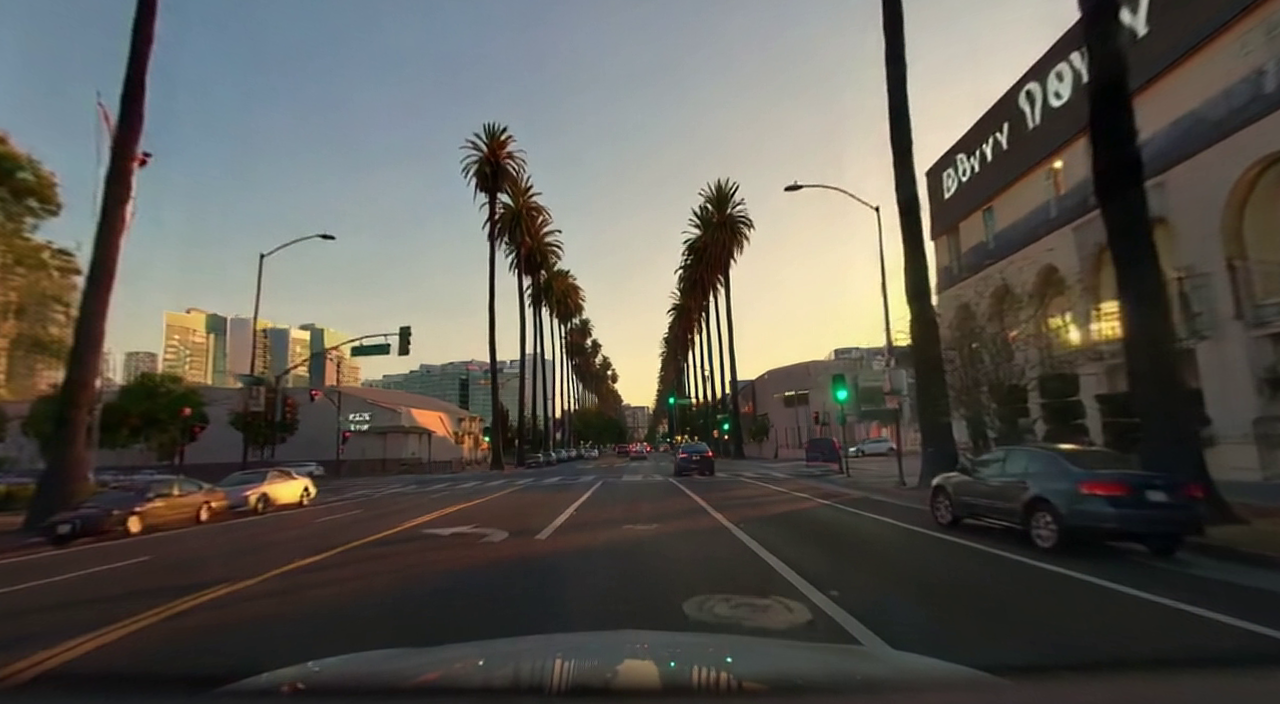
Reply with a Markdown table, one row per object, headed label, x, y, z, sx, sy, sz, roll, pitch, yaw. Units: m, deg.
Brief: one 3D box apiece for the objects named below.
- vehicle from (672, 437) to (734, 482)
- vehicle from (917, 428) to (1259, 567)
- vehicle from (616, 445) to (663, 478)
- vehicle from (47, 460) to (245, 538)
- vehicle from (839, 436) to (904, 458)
| label | x | y | z | sx | sy | sz | roll | pitch | yaw |
| --- | --- | --- | --- | --- | --- | --- | --- | --- | --- |
| vehicle | 2.529 | 4.467 | 26.470 | 2.003 | 1.702 | 4.288 | 0 | -9 | -2 |
| vehicle | 6.346 | 2.071 | 9.788 | 2.157 | 1.640 | 4.228 | 0 | -9 | 0 |
| vehicle | -0.050 | 5.194 | 30.191 | 2.088 | 1.452 | 3.993 | 0 | -8 | -1 |
| vehicle | -12.744 | 3.826 | 16.735 | 1.949 | 1.682 | 4.094 | -3 | -12 | -1 |
| vehicle | 18.097 | 7.433 | 49.443 | 4.277 | 1.665 | 2.006 | 0 | -9 | -1 |
